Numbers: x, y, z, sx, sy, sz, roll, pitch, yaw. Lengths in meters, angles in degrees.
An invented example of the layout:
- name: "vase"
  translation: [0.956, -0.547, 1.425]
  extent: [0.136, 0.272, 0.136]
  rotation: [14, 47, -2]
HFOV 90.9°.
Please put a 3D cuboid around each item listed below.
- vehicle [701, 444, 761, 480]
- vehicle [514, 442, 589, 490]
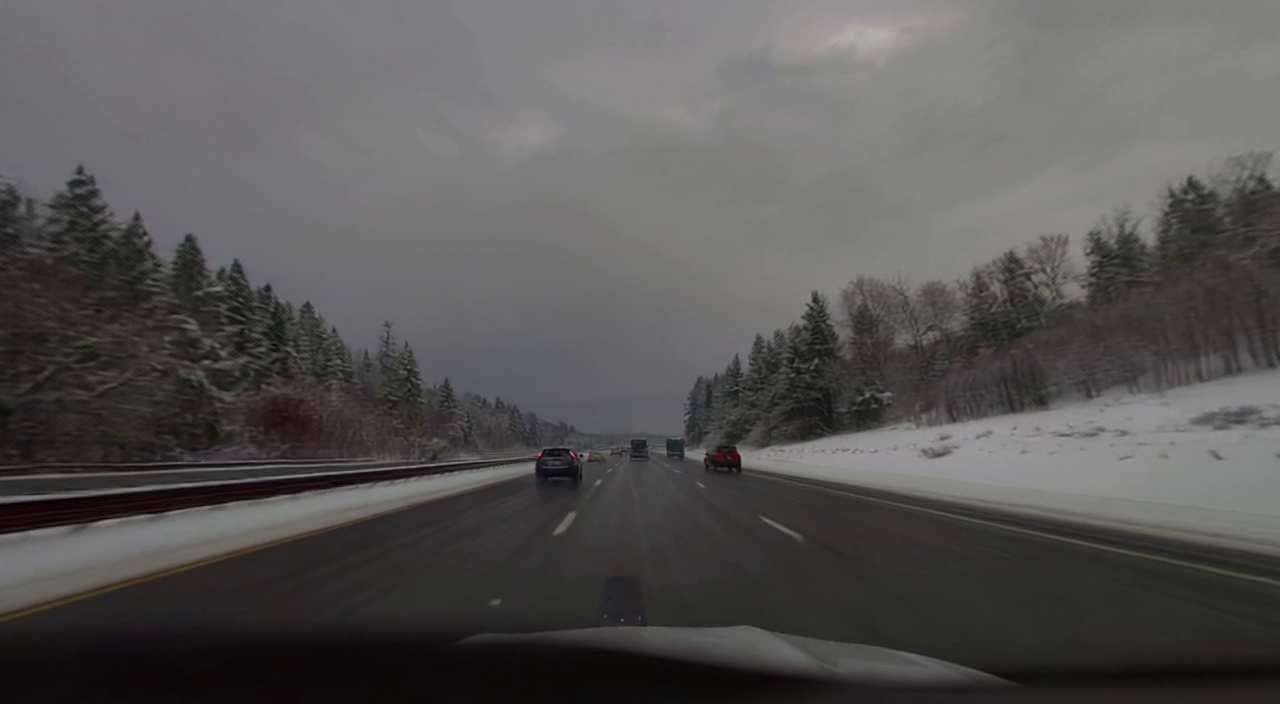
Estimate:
- name: "vehicle"
  translation: [3.932, 4.806, 27.790]
  extent: [1.926, 1.483, 3.528]
  rotation: [0, -9, -3]
- name: "vehicle"
  translation: [-2.939, 3.909, 21.907]
  extent: [2.053, 1.483, 4.185]
  rotation: [0, -9, -1]
